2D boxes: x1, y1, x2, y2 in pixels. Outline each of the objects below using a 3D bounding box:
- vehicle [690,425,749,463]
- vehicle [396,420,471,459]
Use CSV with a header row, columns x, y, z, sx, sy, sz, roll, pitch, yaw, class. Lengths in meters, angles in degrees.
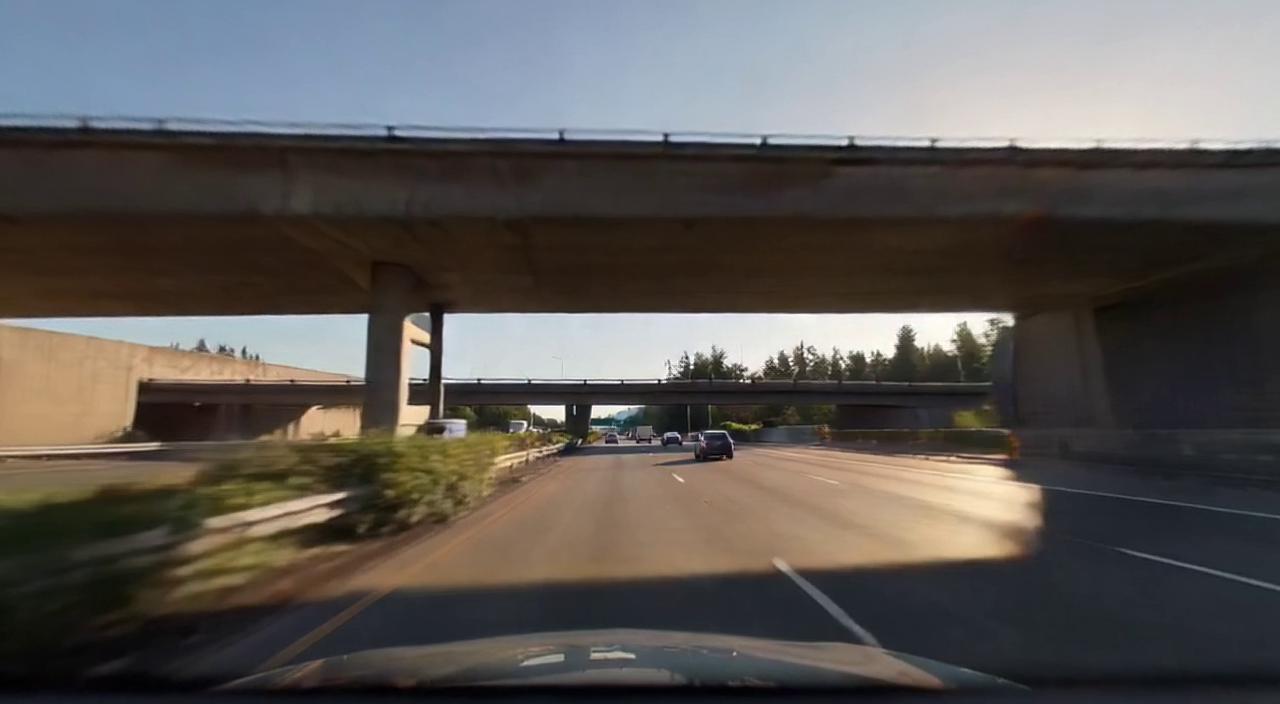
x,y,z,sx,sy,sz,roll,pitch,yaw,class
3.413,4.036,27.848,1.938,1.578,3.764,0,-7,-3,vehicle
-9.264,3.958,28.660,2.058,1.632,4.191,0,-7,-2,vehicle
